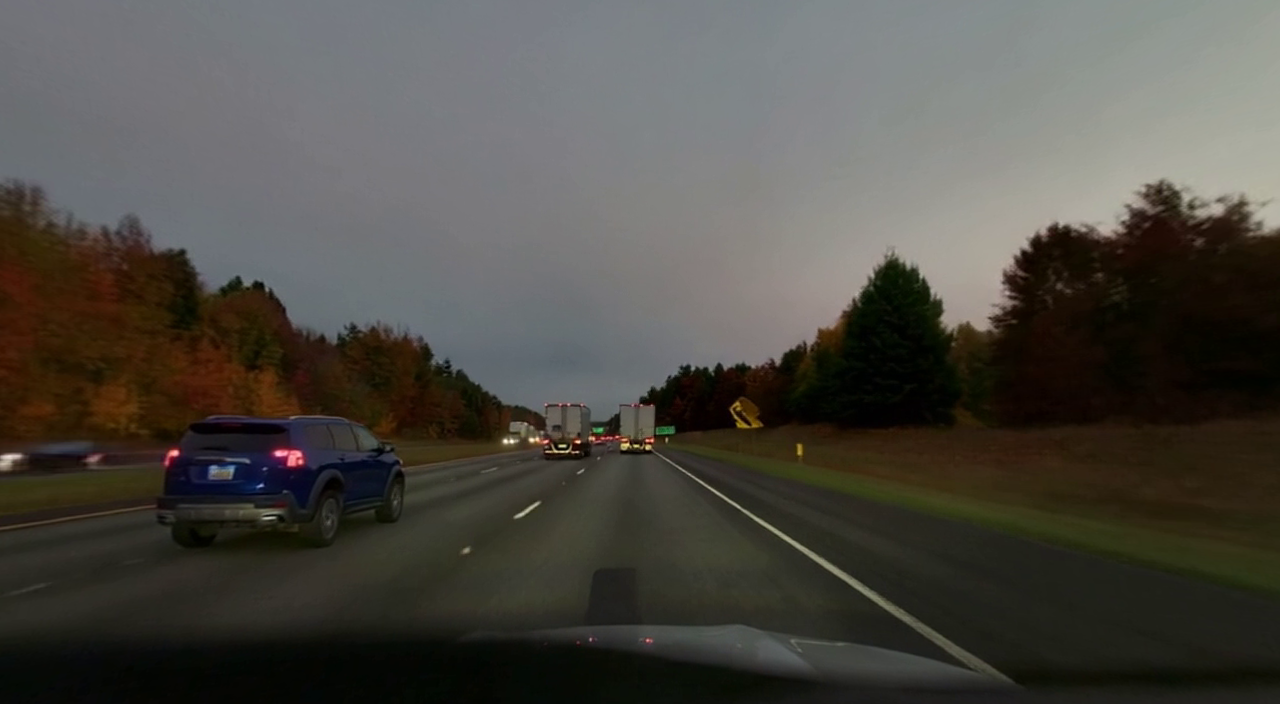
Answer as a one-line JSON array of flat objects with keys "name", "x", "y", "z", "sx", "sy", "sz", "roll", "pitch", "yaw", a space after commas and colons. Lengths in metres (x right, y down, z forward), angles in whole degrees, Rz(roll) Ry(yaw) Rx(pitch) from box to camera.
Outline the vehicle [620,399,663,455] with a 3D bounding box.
[{"name": "vehicle", "x": -0.046, "y": 5.934, "z": 49.381, "sx": 3.078, "sy": 3.955, "sz": 8.774, "roll": 0, "pitch": -8, "yaw": -2}]

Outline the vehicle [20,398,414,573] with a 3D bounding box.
[{"name": "vehicle", "x": -4.883, "y": 1.586, "z": 8.348, "sx": 2.089, "sy": 1.669, "sz": 4.515, "roll": 0, "pitch": -8, "yaw": 0}]

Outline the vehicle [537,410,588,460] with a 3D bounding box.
[{"name": "vehicle", "x": -4.538, "y": 5.000, "z": 37.841, "sx": 2.383, "sy": 2.726, "sz": 5.677, "roll": 0, "pitch": -8, "yaw": 0}]
